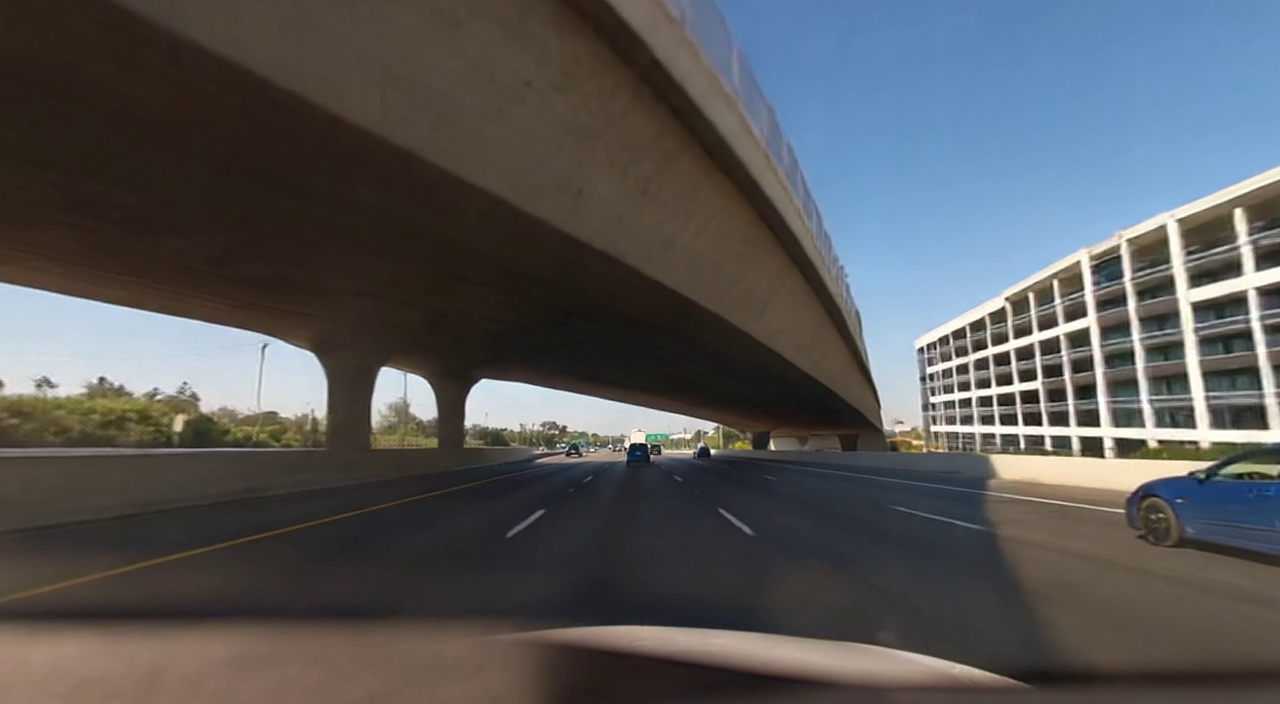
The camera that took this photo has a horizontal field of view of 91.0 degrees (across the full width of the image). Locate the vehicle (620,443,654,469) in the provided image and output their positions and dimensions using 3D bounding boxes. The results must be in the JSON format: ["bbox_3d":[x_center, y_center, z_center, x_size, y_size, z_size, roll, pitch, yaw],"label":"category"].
[{"bbox_3d":[-0.195,6.459,39.315,2.036,1.542,3.891,0,-8,0],"label":"vehicle"}]

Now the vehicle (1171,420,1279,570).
[{"bbox_3d":[7.421,1.273,5.181,1.937,1.498,4.710,0,-8,-1],"label":"vehicle"}]
